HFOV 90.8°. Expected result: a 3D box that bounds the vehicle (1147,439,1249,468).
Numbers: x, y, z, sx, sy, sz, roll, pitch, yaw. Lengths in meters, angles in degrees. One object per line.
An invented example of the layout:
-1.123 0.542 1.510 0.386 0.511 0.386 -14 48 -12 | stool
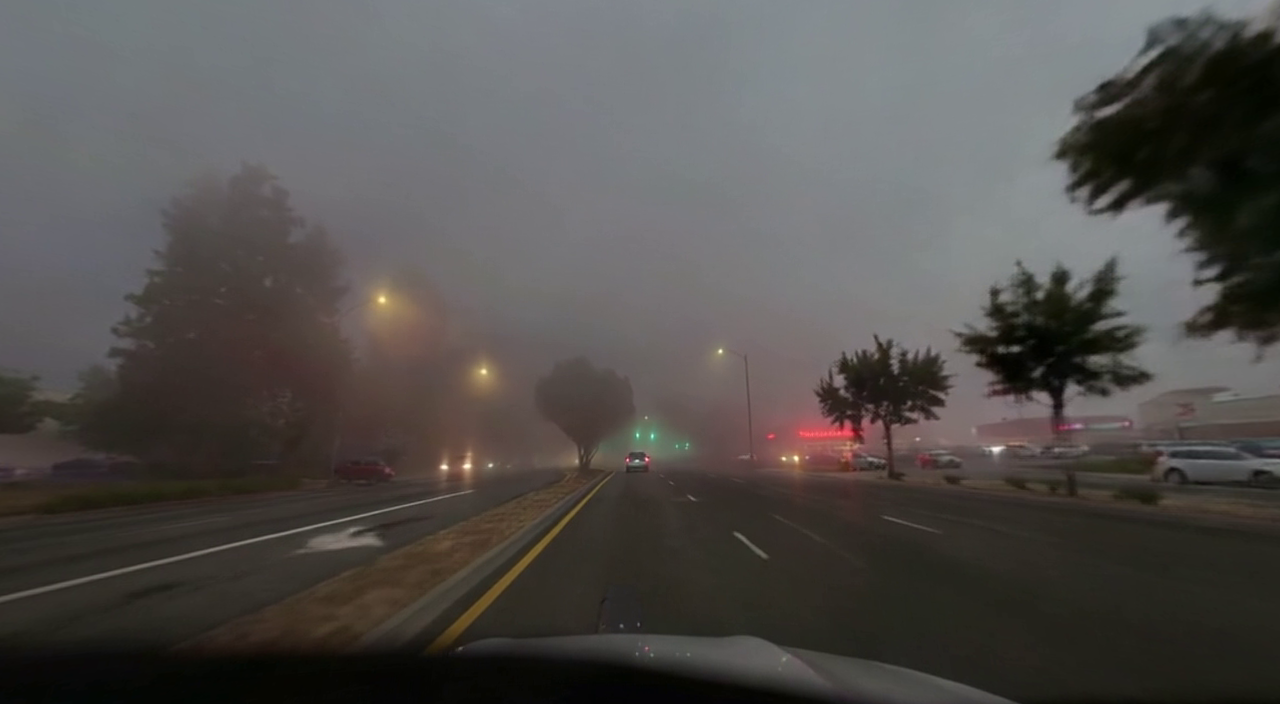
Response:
32.383 5.901 36.773 3.999 1.581 1.975 0 -9 1 | vehicle

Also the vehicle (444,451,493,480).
-11.420 7.574 42.397 2.004 1.787 4.384 0 -9 1 | vehicle

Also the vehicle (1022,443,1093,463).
32.106 7.783 48.656 4.036 1.512 1.856 0 -9 2 | vehicle

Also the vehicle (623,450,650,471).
-0.310 8.569 49.984 2.065 1.521 4.306 0 -9 -1 | vehicle

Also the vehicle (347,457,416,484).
-18.880 8.662 46.321 1.874 1.755 4.346 -6 -10 33 | vehicle

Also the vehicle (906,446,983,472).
19.577 6.850 40.585 4.333 1.532 2.037 4 -10 -25 | vehicle
